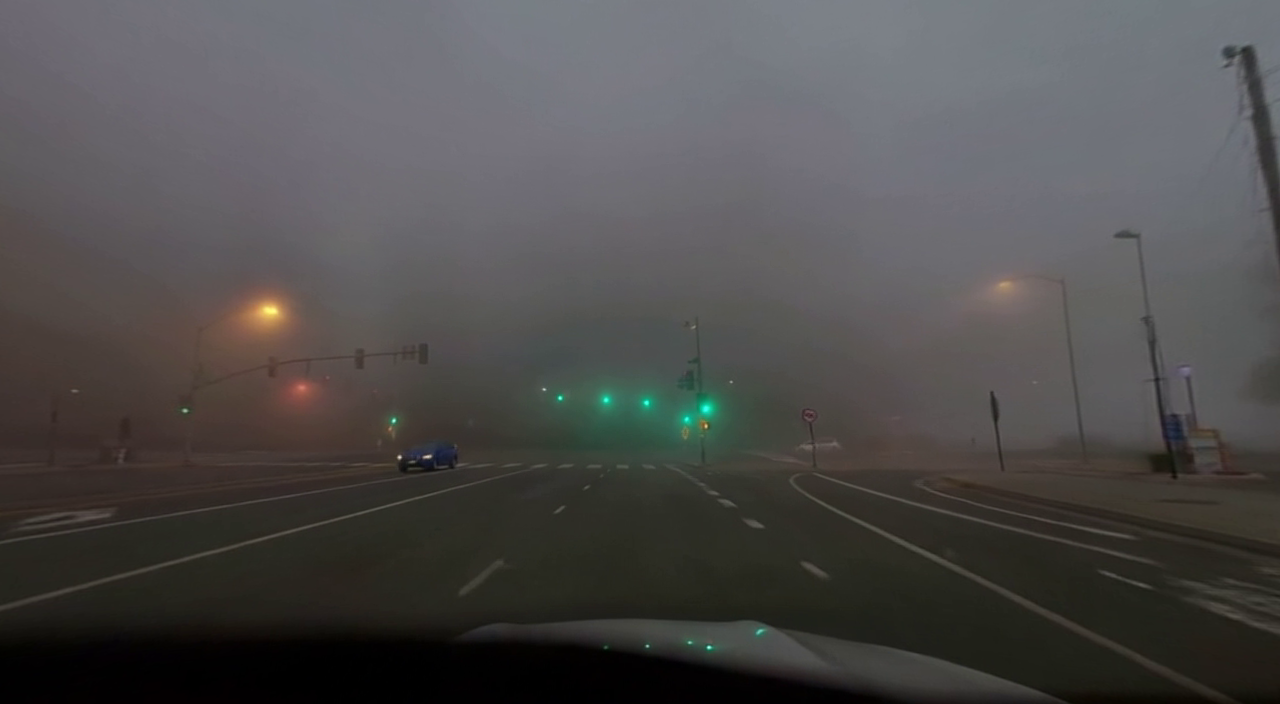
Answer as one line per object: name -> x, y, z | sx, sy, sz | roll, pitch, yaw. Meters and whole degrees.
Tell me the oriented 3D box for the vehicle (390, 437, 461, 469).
vehicle -> -10.721, 5.095, 31.851 | 1.924, 1.502, 4.727 | 0, -9, 0
